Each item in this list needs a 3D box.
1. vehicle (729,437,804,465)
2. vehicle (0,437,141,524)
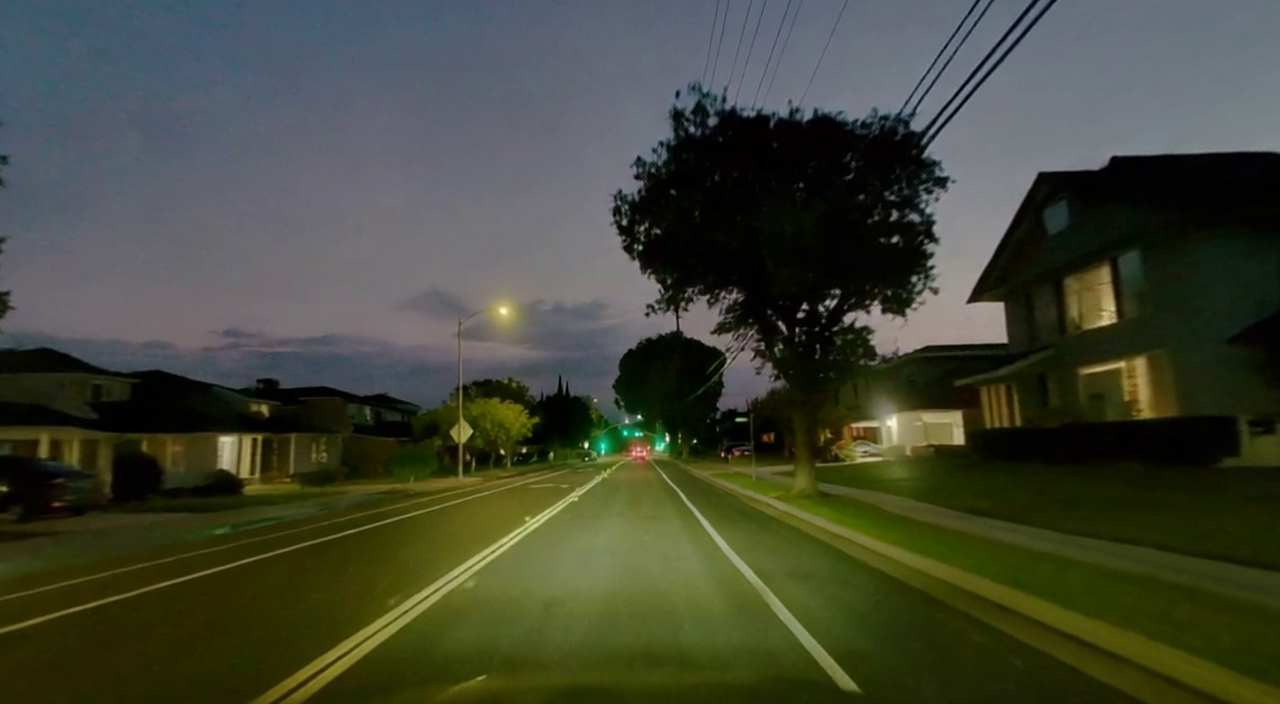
[{"bbox_3d":[8.895,7.021,44.701,4.747,1.942,2.158,0,-9,-1],"label":"vehicle"},{"bbox_3d":[-14.715,2.889,14.428,4.662,1.832,2.063,1,-9,-4],"label":"vehicle"}]
